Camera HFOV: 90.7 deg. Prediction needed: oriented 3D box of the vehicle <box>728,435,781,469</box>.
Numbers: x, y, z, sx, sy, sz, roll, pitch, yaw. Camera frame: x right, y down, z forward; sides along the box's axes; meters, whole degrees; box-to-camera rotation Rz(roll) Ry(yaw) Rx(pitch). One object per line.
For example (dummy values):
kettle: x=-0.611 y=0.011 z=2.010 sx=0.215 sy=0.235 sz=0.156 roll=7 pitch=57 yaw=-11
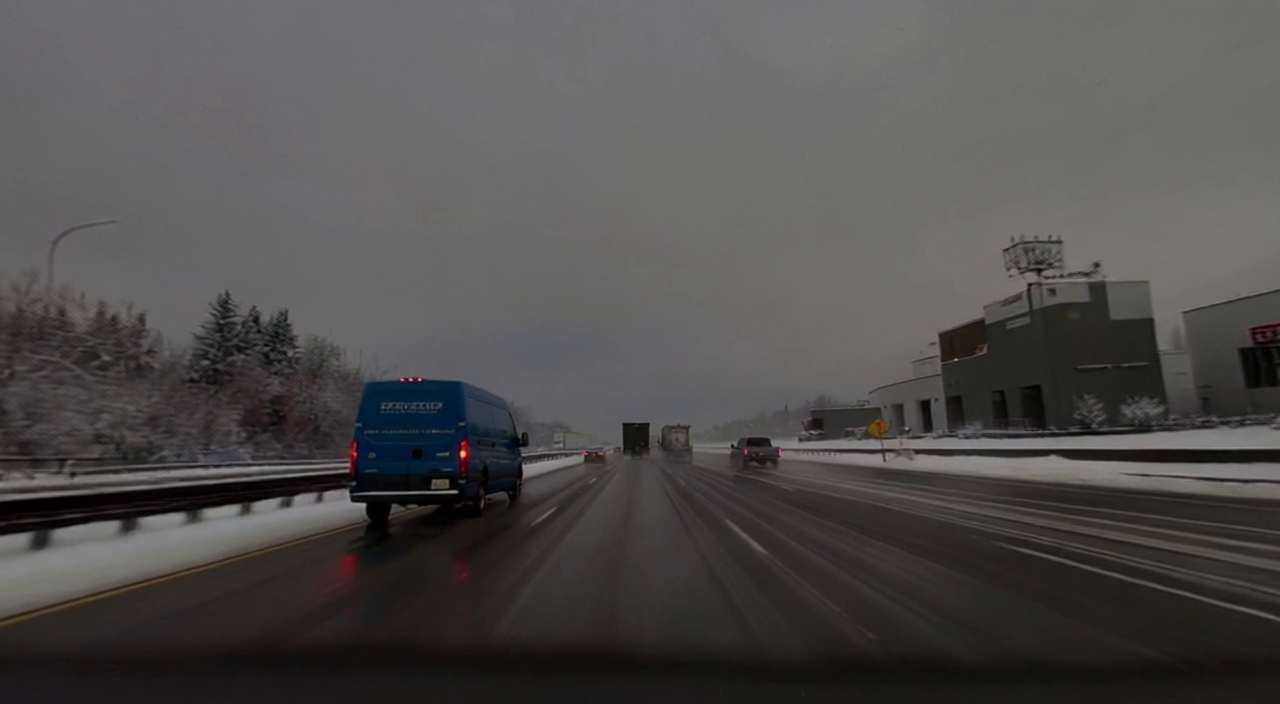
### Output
vehicle: x=6.989 y=6.216 z=39.373 sx=2.216 sy=1.918 sz=5.742 roll=0 pitch=-8 yaw=0

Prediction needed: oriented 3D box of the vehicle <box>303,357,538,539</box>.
vehicle: x=-3.999 y=1.989 z=13.405 sx=2.557 sy=2.855 sz=6.674 roll=0 pitch=-8 yaw=0
